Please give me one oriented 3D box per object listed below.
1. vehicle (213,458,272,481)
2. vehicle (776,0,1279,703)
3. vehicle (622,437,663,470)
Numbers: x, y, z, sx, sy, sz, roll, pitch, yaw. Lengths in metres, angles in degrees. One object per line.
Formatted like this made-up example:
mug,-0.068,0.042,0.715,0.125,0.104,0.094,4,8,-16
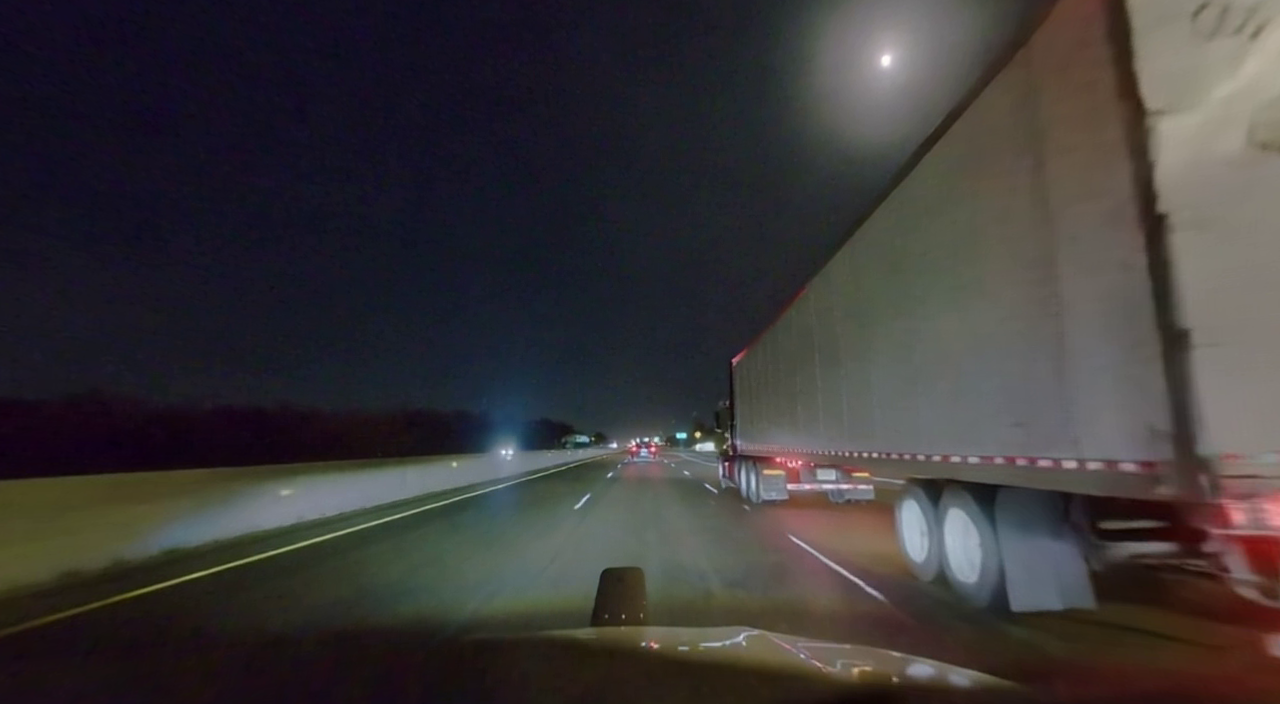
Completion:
vehicle,-29.172,8.601,46.340,1.781,1.489,3.914,0,-8,1
vehicle,4.150,0.239,6.725,3.014,4.068,10.359,0,-8,0
vehicle,0.140,5.447,34.059,2.050,1.654,4.192,0,-8,0
